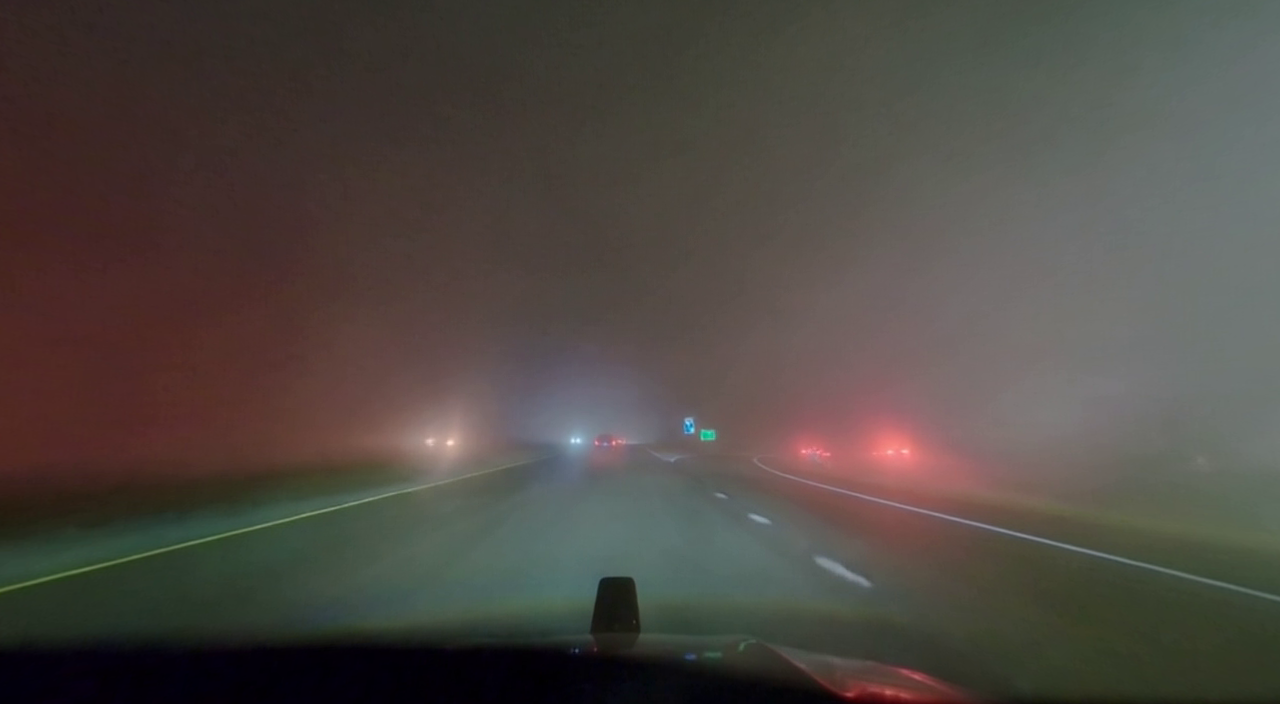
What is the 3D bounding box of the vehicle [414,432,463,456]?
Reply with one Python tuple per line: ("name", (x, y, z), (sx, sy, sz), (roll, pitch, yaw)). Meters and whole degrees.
("vehicle", (-13.067, 5.983, 40.976), (1.851, 1.500, 4.375), (0, -8, -1))
